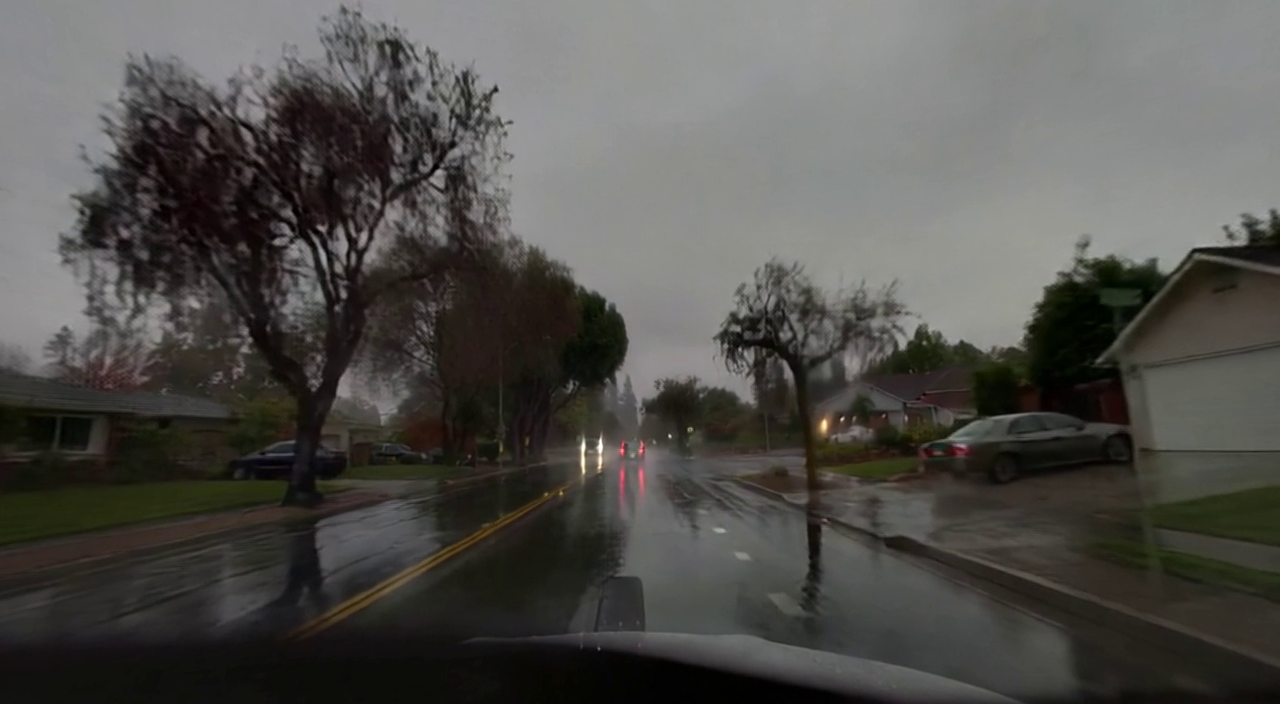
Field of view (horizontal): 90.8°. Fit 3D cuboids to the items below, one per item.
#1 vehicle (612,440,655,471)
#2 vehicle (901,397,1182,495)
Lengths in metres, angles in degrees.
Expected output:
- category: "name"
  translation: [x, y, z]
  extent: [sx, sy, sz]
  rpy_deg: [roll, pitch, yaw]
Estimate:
- category: "vehicle"
  translation: [-0.337, 5.430, 33.337]
  extent: [2.098, 1.483, 4.099]
  rpy_deg: [0, -9, -1]
- category: "vehicle"
  translation: [8.691, 2.072, 14.015]
  extent: [4.740, 1.467, 2.074]
  rpy_deg: [-6, -8, -3]
